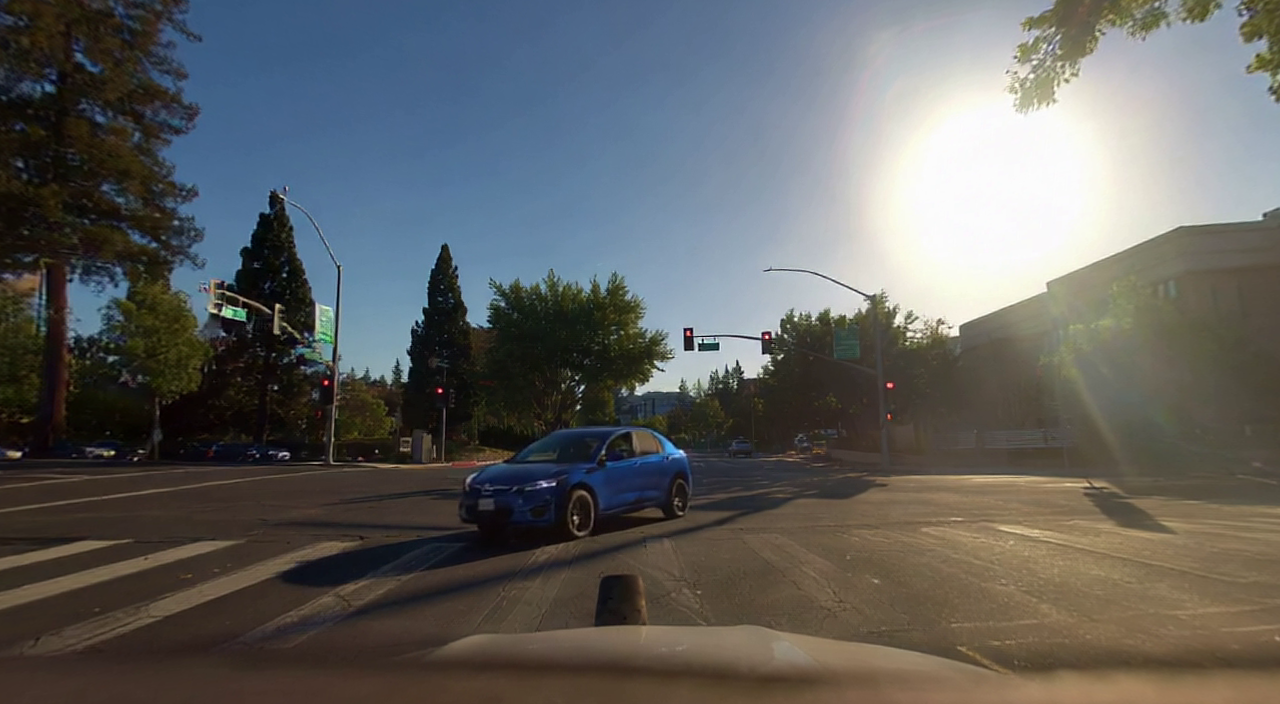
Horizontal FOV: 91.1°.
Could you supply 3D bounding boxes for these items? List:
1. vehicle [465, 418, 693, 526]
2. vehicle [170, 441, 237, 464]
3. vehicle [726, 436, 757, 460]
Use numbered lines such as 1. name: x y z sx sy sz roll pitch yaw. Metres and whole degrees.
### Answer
1. vehicle: -1.028 2.354 12.942 2.134 1.768 4.580 -6 -10 36
2. vehicle: -29.124 6.705 42.036 1.696 1.431 3.686 -1 -8 3
3. vehicle: 7.958 7.555 49.446 1.994 1.753 4.346 -1 -8 4
